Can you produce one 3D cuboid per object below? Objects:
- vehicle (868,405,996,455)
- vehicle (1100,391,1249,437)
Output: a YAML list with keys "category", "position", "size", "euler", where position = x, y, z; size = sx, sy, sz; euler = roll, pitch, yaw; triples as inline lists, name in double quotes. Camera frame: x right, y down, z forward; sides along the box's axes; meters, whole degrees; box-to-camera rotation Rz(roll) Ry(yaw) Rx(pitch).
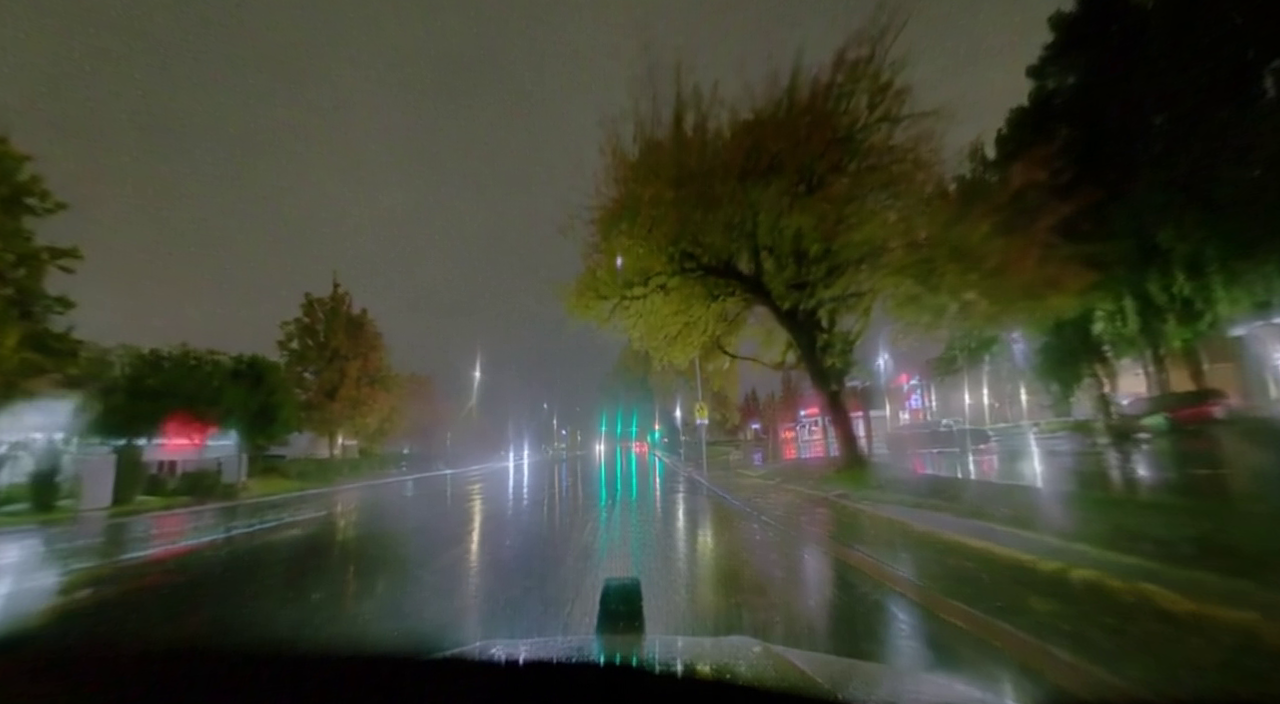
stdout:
- category: "vehicle"
  position: [12.616, 3.529, 27.719]
  size: [1.939, 1.753, 4.974]
  euler: [5, -12, -23]
- category: "vehicle"
  position: [23.824, 2.836, 28.366]
  size: [1.796, 1.664, 4.617]
  euler: [1, -10, -32]
